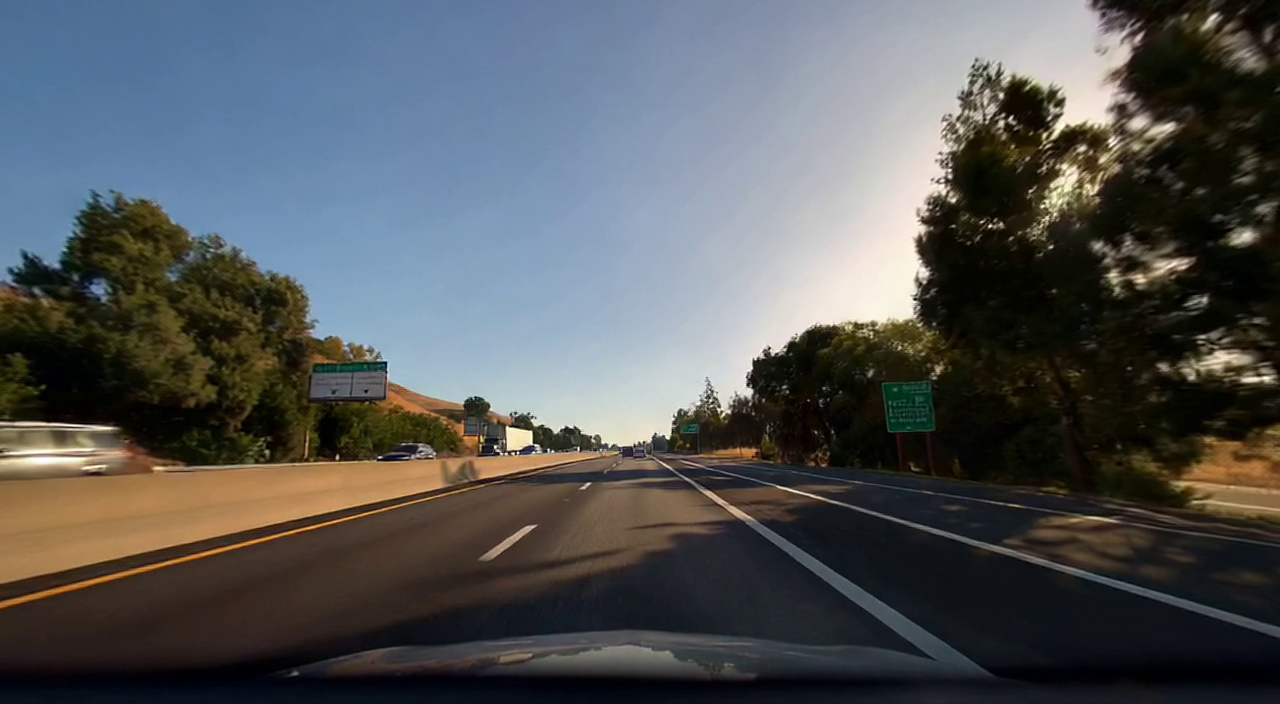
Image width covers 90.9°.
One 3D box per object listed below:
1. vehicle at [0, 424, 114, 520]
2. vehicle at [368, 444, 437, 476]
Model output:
[{"bbox_3d":[-12.335,2.141,11.283,2.085,1.675,4.297,0,-9,0],"label":"vehicle"},{"bbox_3d":[-12.514,5.708,33.531,1.972,1.588,4.519,0,-9,0],"label":"vehicle"}]
